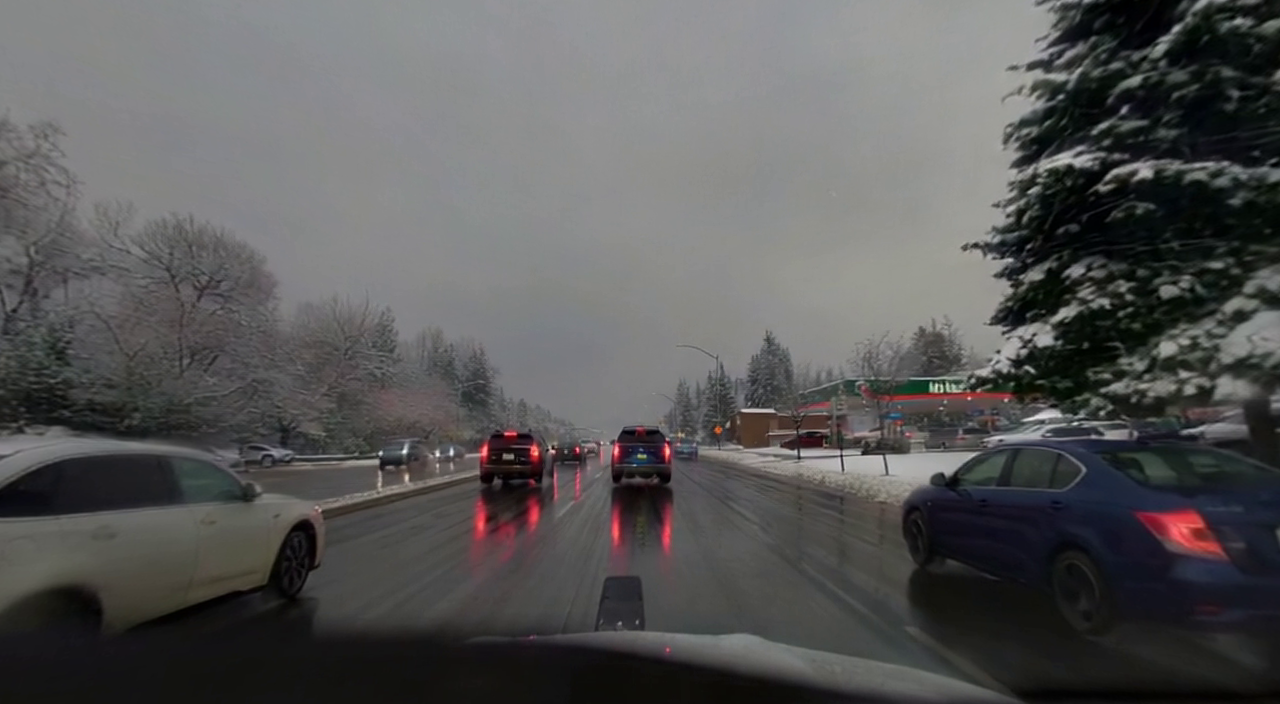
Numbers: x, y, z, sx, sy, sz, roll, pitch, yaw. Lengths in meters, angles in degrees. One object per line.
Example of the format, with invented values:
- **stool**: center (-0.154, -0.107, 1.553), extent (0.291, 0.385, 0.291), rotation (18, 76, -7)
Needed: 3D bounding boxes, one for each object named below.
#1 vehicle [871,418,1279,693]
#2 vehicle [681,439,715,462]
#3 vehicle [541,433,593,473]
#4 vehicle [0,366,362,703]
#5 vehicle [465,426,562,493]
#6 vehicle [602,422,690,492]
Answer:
- **vehicle**: center (3.941, 1.429, 5.749), extent (1.888, 1.456, 4.589), rotation (0, -8, -1)
- **vehicle**: center (3.985, 6.914, 44.278), extent (1.926, 1.522, 3.852), rotation (0, -8, -2)
- **vehicle**: center (-3.240, 4.575, 28.803), extent (1.871, 1.673, 3.920), rotation (0, -8, 1)
- **vehicle**: center (-3.482, 1.028, 3.701), extent (1.864, 1.574, 4.031), rotation (0, -8, 0)
- **vehicle**: center (-3.512, 3.074, 18.378), extent (1.932, 1.695, 4.150), rotation (0, -8, 0)
- **vehicle**: center (0.139, 3.069, 18.707), extent (2.279, 1.803, 4.254), rotation (0, -8, 0)
